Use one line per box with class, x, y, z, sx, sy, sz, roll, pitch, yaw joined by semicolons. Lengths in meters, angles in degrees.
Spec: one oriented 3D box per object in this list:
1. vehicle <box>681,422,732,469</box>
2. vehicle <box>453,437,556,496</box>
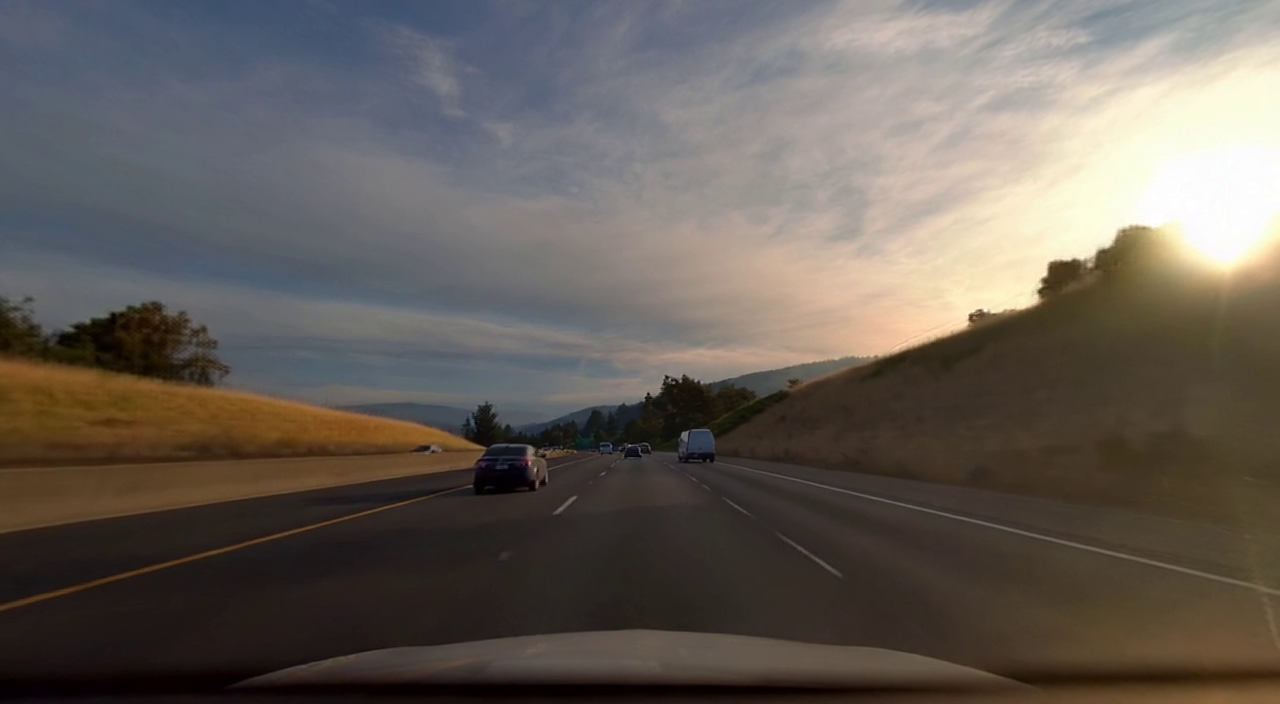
vehicle;3.935;5.712;38.420;2.361;2.636;5.684;0;-9;-1
vehicle;-3.821;3.333;18.636;2.054;1.529;4.368;0;-9;1
